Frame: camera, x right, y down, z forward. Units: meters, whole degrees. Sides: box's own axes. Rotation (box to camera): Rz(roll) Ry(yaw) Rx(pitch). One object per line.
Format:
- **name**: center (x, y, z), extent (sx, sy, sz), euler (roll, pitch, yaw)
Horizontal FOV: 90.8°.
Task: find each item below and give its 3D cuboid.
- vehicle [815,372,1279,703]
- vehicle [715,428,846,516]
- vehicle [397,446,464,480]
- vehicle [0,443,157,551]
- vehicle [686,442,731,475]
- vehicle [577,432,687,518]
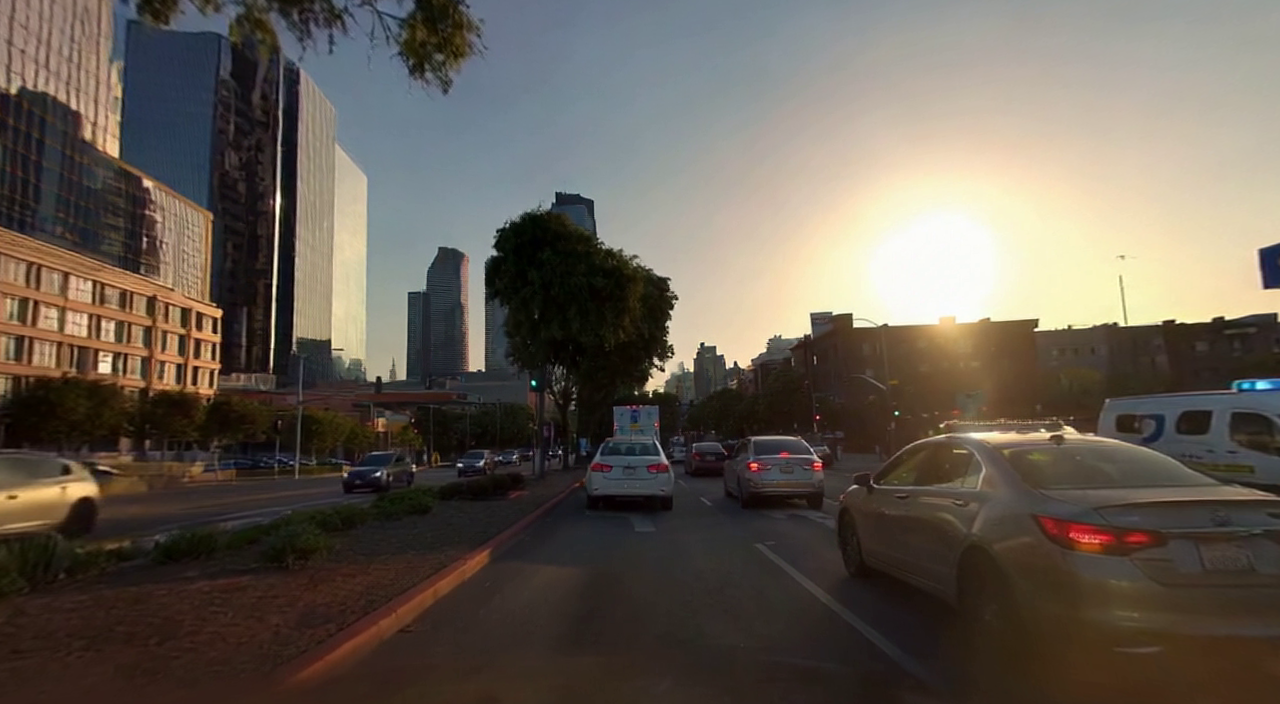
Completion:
- **vehicle**: center (3.242, 1.272, 5.314), extent (2.056, 1.700, 4.399), euler (0, -9, -3)
- **vehicle**: center (2.980, 2.650, 14.399), extent (1.995, 1.677, 4.106), euler (0, -9, -1)
- **vehicle**: center (-11.352, 6.028, 34.656), extent (2.083, 1.719, 4.497), euler (-1, -9, 1)
- **vehicle**: center (-11.061, 2.404, 10.715), extent (2.055, 1.663, 4.637), euler (0, -9, 0)
- **vehicle**: center (3.345, 5.311, 31.575), extent (1.812, 1.518, 3.840), euler (0, -9, 0)
- **vehicle**: center (-0.179, 2.653, 14.075), extent (2.106, 1.613, 3.697), euler (0, -9, -1)
